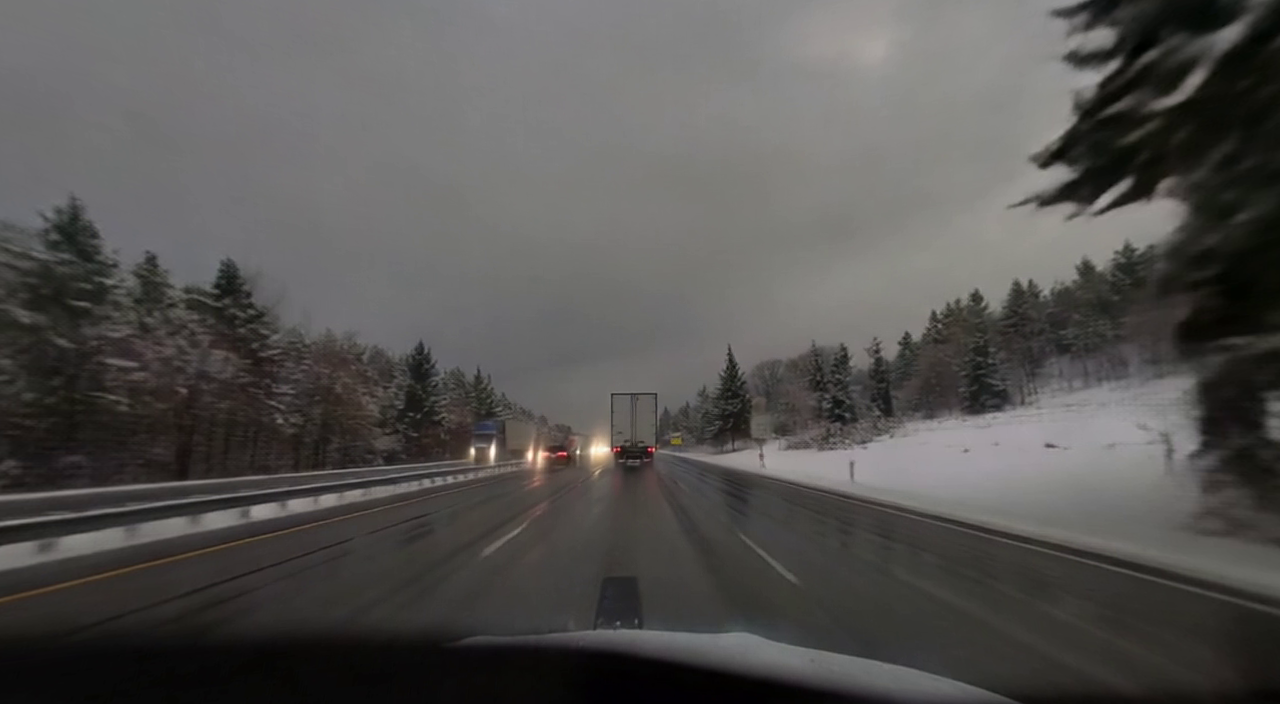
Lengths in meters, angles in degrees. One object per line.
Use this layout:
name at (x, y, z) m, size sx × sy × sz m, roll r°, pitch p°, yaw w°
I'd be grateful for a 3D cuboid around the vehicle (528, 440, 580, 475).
vehicle at (-4.331, 5.412, 32.308) m, size 2.112 × 1.645 × 4.129 m, roll 0°, pitch -9°, yaw 0°

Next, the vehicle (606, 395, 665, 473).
vehicle at (-0.288, 5.123, 38.448) m, size 3.100 × 4.091 × 10.664 m, roll 0°, pitch -9°, yaw -1°
